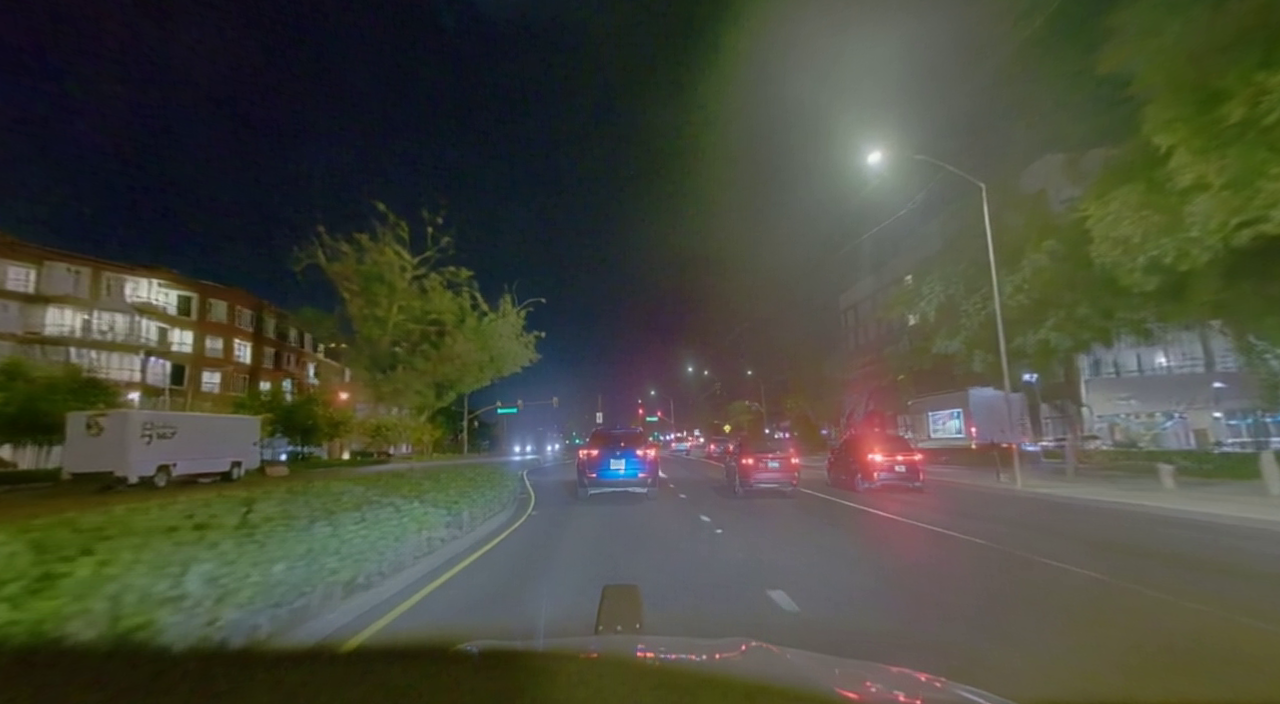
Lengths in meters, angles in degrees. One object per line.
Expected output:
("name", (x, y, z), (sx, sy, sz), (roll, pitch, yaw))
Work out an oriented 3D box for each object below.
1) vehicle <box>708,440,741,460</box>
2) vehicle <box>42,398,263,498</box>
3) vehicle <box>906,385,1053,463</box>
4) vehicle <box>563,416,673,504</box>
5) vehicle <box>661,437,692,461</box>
("vehicle", (6.151, 7.216, 46.582), (1.777, 1.443, 3.942), (0, -9, -2))
("vehicle", (-19.131, 3.882, 25.723), (2.811, 3.399, 7.898), (0, -9, -2))
("vehicle", (18.279, 4.119, 35.003), (3.269, 3.755, 8.862), (0, -9, 1))
("vehicle", (-0.516, 2.551, 15.225), (2.277, 1.816, 4.192), (0, -9, -2))
("vehicle", (2.560, 6.938, 45.215), (1.929, 1.590, 4.287), (0, -9, -1))
